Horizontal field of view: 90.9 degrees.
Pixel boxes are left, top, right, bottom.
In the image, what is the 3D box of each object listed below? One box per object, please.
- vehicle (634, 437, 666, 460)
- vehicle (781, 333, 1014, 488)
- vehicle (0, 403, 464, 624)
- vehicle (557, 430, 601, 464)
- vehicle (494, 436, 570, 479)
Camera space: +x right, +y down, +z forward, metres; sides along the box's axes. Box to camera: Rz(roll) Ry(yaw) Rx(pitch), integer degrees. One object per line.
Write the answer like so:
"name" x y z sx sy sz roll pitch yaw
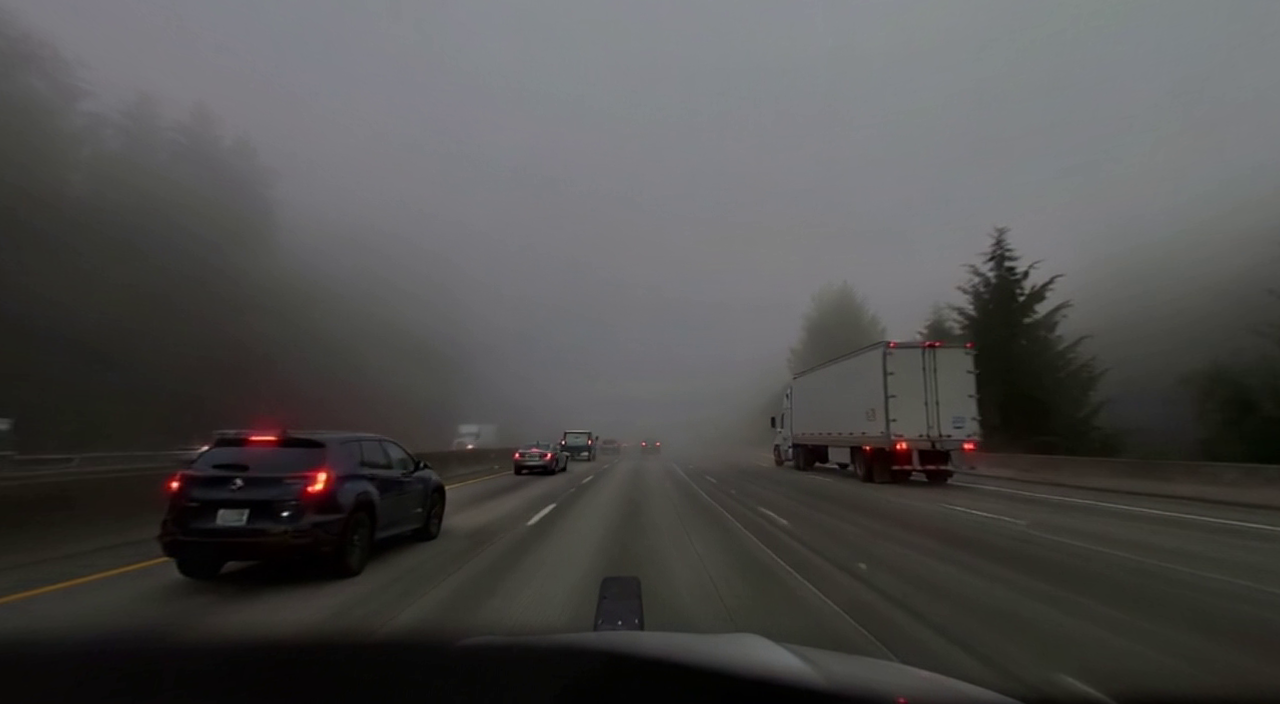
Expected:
"vehicle" 0.614 6.328 41.494 2.004 1.465 3.842 0 -8 0
"vehicle" 8.312 2.461 23.635 2.866 4.100 14.057 0 -8 0
"vehicle" -3.602 1.474 6.806 2.137 1.618 4.209 0 -8 1
"vehicle" -3.395 5.412 36.020 2.064 1.826 4.263 0 -8 1
"vehicle" -3.912 3.866 23.518 2.013 1.460 4.027 0 -8 1
